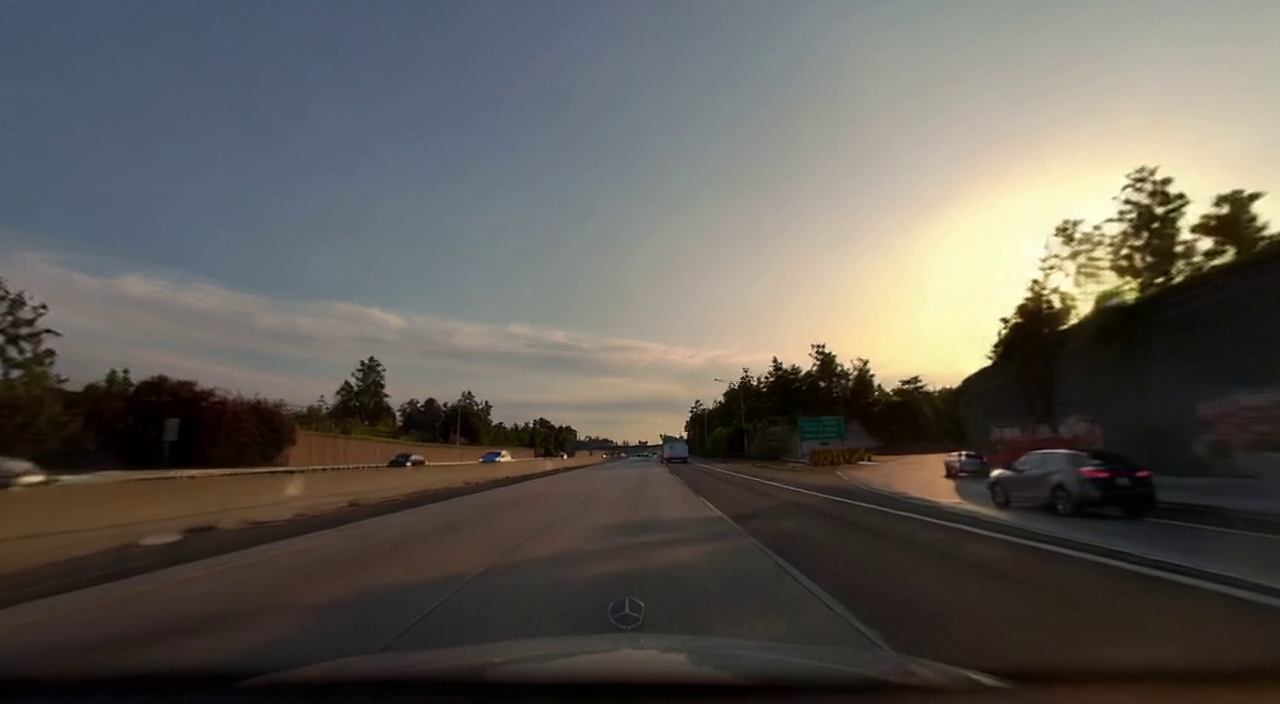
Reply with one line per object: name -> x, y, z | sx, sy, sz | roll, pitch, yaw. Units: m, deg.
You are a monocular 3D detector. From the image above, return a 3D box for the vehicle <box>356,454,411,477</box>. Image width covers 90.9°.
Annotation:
vehicle -> -18.302, 8.084, 45.218 | 1.960, 1.529, 4.452 | 0, -9, 1

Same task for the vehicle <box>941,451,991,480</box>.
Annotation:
vehicle -> 18.844, 6.500, 36.307 | 2.008, 1.534, 3.912 | -6, -11, 33

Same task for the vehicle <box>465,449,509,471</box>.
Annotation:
vehicle -> -12.033, 8.533, 49.935 | 2.015, 1.589, 5.138 | 0, -9, 2

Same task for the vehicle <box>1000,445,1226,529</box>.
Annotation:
vehicle -> 9.802, 2.783, 13.628 | 1.842, 1.475, 4.479 | -1, -9, 8
